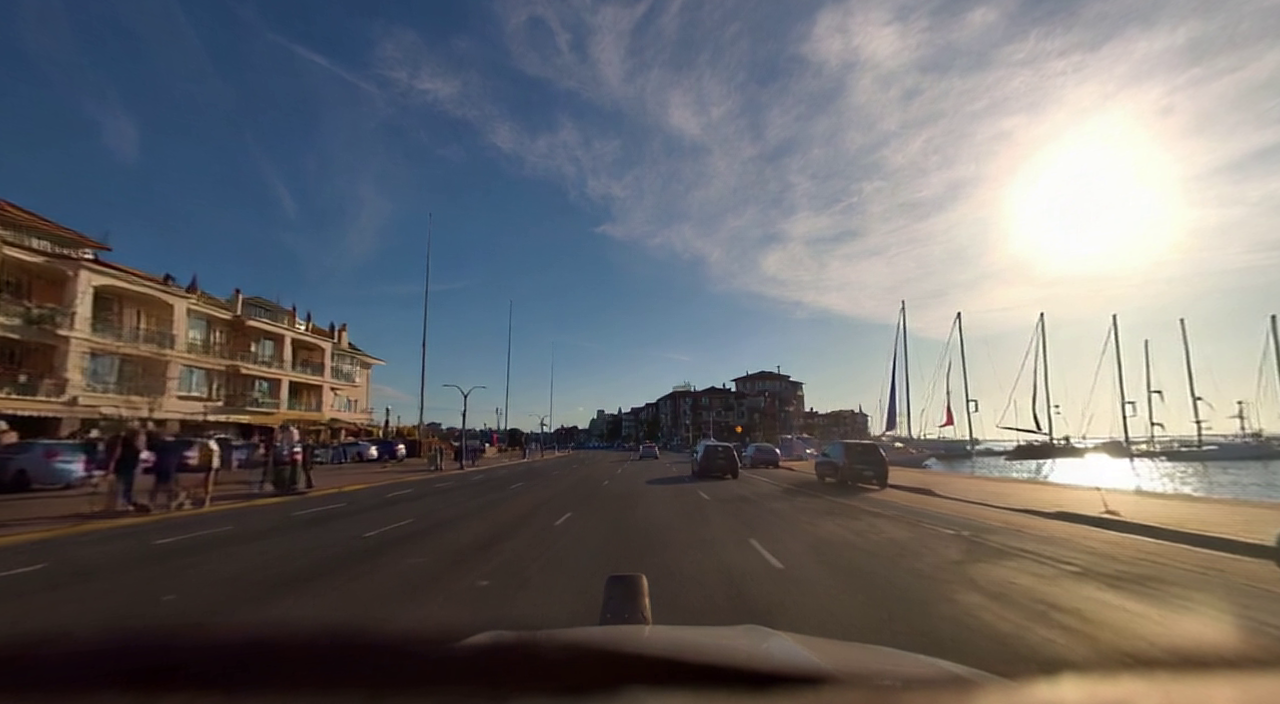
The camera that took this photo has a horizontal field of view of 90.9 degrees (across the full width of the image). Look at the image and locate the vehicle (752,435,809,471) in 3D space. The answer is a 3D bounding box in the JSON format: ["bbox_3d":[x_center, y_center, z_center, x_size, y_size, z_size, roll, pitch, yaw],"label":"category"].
[{"bbox_3d":[8.162,5.921,37.061,2.056,1.896,5.062,-1,-9,-1],"label":"vehicle"}]

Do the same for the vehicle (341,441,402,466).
[{"bbox_3d":[-17.751,6.766,41.968,1.840,1.522,4.695,-1,-9,2],"label":"vehicle"}]

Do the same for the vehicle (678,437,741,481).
[{"bbox_3d":[2.731,4.327,25.705,2.047,1.640,4.051,-1,-9,0],"label":"vehicle"}]

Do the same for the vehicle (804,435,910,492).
[{"bbox_3d":[7.393,3.838,22.063,2.029,1.750,4.825,-1,-9,1],"label":"vehicle"}]
